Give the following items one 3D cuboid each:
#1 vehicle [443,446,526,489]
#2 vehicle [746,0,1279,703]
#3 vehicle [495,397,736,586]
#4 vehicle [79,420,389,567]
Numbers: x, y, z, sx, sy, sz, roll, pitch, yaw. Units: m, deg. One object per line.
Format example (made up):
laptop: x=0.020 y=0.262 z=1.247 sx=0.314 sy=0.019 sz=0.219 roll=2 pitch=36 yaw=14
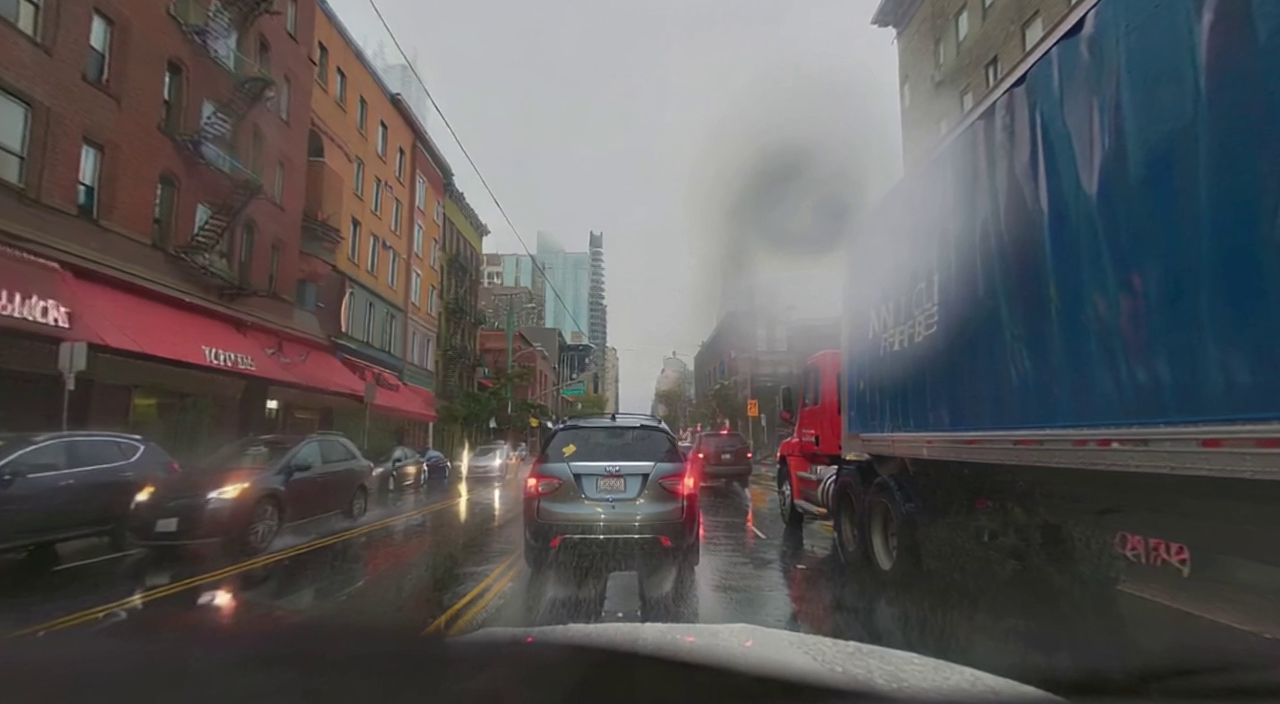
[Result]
vehicle: x=-5.745 y=4.310 z=23.952 sx=1.997 sy=1.467 sz=4.373 roll=0 pitch=-9 yaw=0
vehicle: x=2.911 y=0.078 z=3.585 sx=2.913 sy=3.771 sz=9.716 roll=0 pitch=-9 yaw=0
vehicle: x=-0.238 y=1.671 z=8.369 sx=2.283 sy=1.783 sz=4.548 roll=0 pitch=-9 yaw=0
vehicle: x=-5.710 y=2.011 z=9.733 sx=1.960 sy=1.736 sz=4.255 roll=0 pitch=-9 yaw=-1
